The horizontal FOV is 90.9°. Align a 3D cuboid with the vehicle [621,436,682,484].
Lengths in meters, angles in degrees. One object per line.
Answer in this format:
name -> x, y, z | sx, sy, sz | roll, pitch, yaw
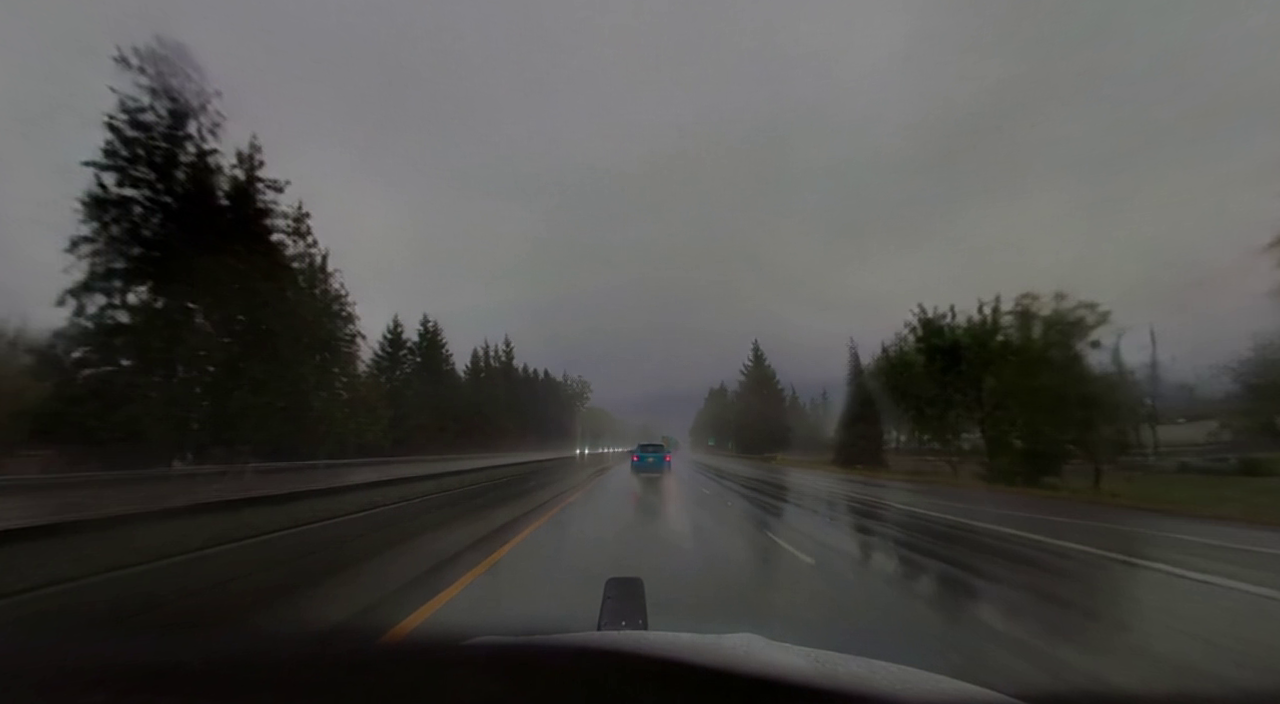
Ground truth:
vehicle -> 0.413, 4.182, 24.610 | 2.190, 1.706, 4.062 | 0, -9, 0
